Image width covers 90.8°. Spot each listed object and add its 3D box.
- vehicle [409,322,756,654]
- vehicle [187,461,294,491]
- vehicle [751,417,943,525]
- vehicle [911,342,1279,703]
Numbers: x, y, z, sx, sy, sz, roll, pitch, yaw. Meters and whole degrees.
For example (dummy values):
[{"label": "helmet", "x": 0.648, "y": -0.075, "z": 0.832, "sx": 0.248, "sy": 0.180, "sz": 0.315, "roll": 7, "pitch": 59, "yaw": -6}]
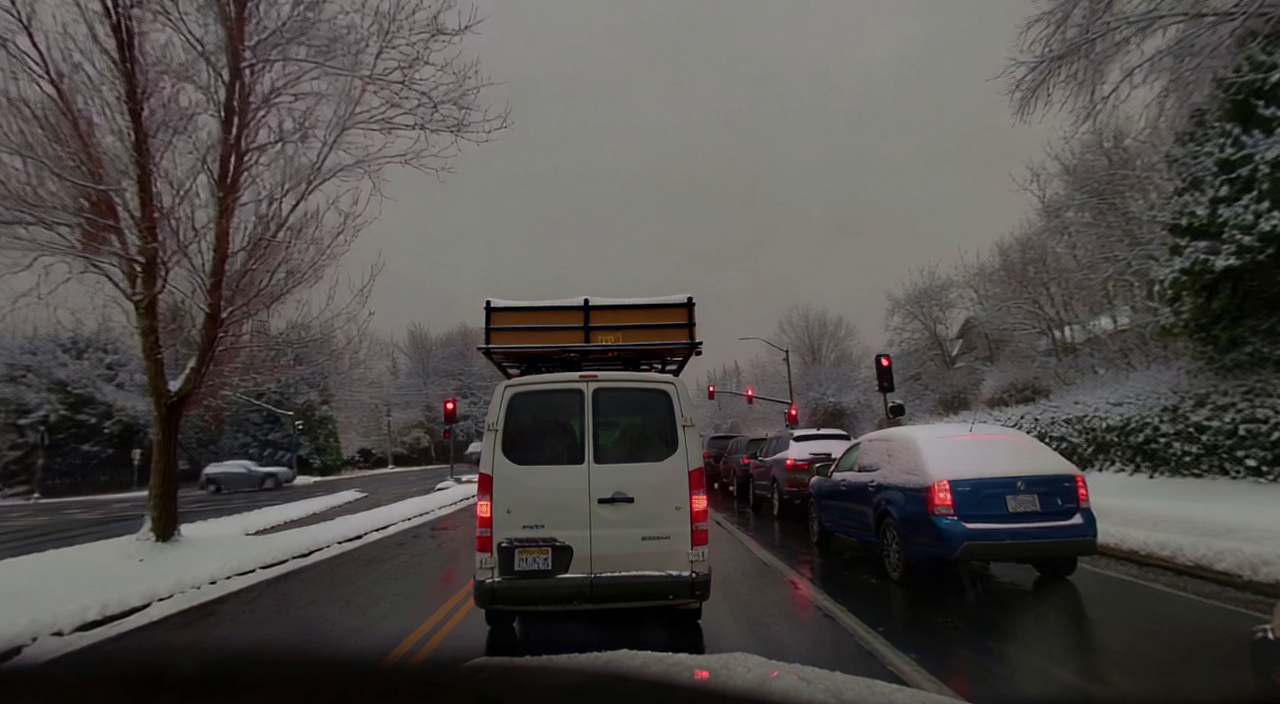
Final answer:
[{"label": "vehicle", "x": -0.359, "y": 1.155, "z": 6.193, "sx": 2.145, "sy": 2.089, "sz": 4.309, "roll": 0, "pitch": -9, "yaw": 0}, {"label": "vehicle", "x": -19.454, "y": 6.045, "z": 31.004, "sx": 4.135, "sy": 1.321, "sz": 1.687, "roll": 3, "pitch": -9, "yaw": -22}, {"label": "vehicle", "x": 3.697, "y": 2.215, "z": 12.274, "sx": 2.024, "sy": 1.692, "sz": 4.252, "roll": 1, "pitch": -9, "yaw": -4}, {"label": "vehicle", "x": 3.456, "y": 0.941, "z": 3.400, "sx": 1.965, "sy": 1.671, "sz": 4.146, "roll": 0, "pitch": -9, "yaw": -3}]
